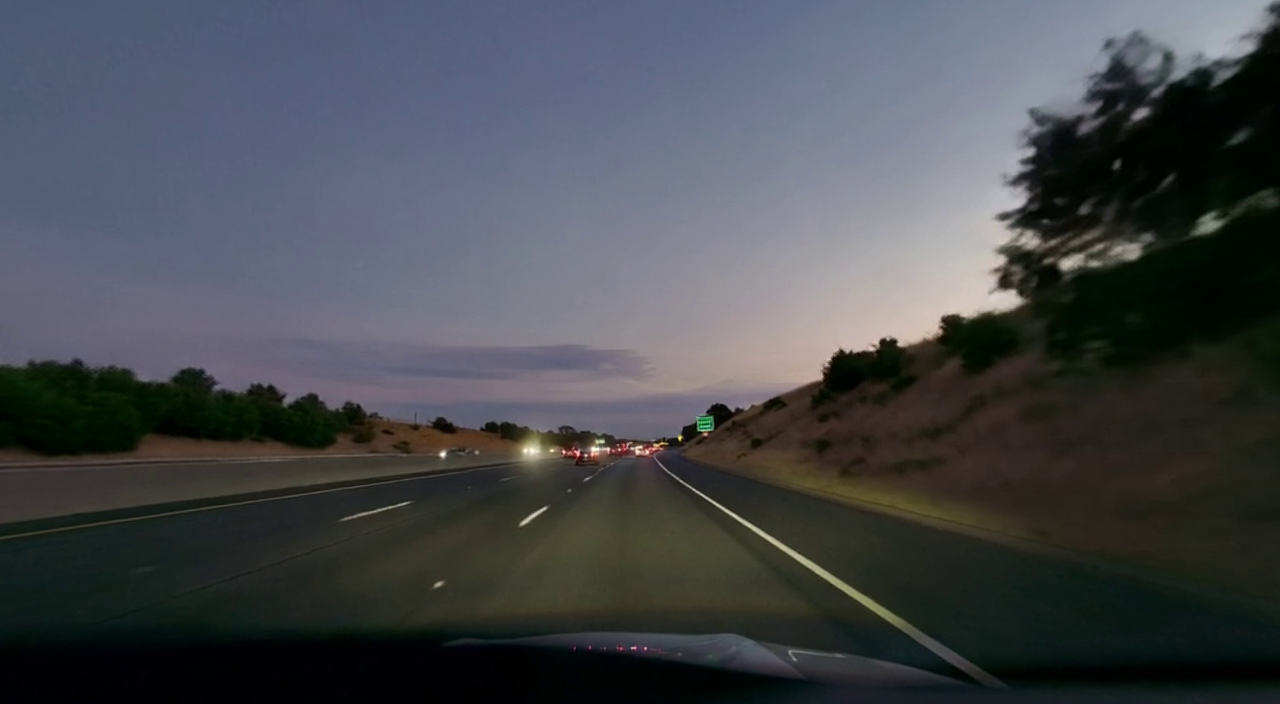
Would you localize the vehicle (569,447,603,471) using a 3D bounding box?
[{"bbox_3d":[-3.503,7.020,41.316,1.895,1.482,3.852,0,-9,0],"label":"vehicle"}]
